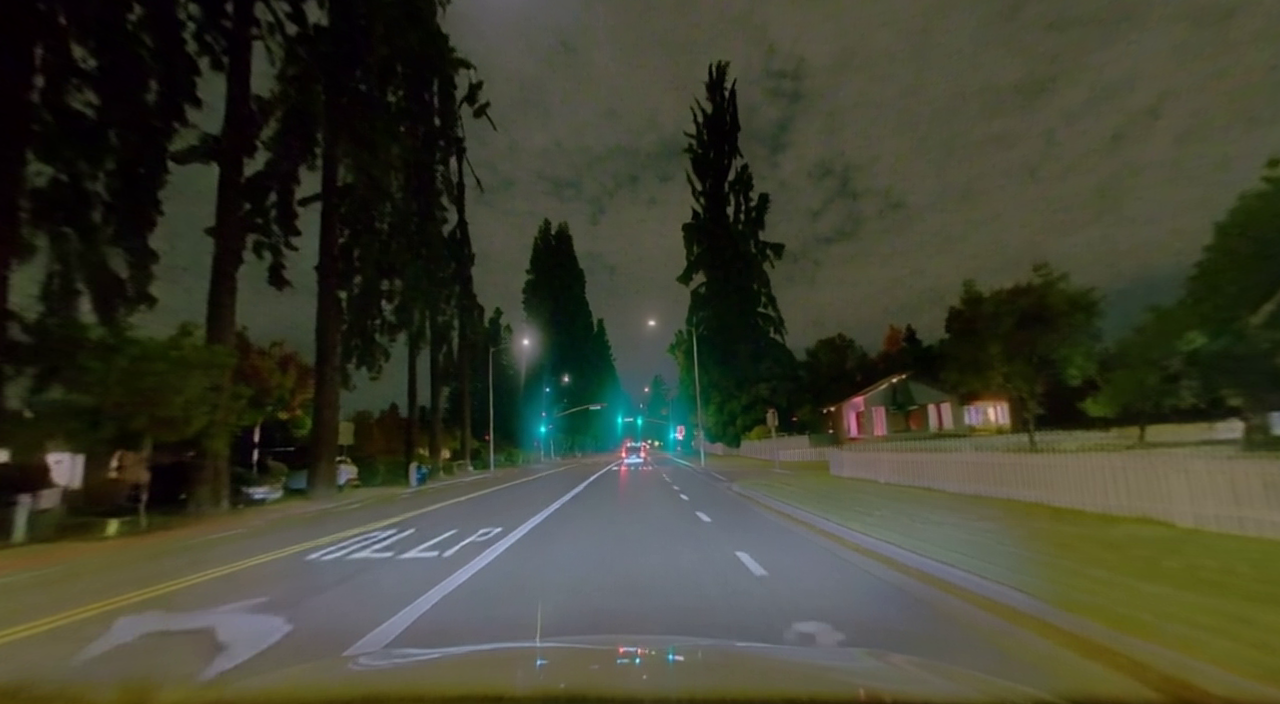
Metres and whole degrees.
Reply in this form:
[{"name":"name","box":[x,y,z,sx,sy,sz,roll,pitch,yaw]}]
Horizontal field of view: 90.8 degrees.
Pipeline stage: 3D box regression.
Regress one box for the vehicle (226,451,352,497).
[{"name":"vehicle","box":[-16.141,5.612,29.281,2.043,1.803,4.631,-12,-13,37]}]

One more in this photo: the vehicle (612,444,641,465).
[{"name":"vehicle","box":[-1.005,7.743,48.064,2.104,1.500,3.815,0,-8,-1]}]

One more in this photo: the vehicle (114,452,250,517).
[{"name":"vehicle","box":[-16.658,4.739,23.427,2.378,1.922,5.801,0,-8,-18]}]
